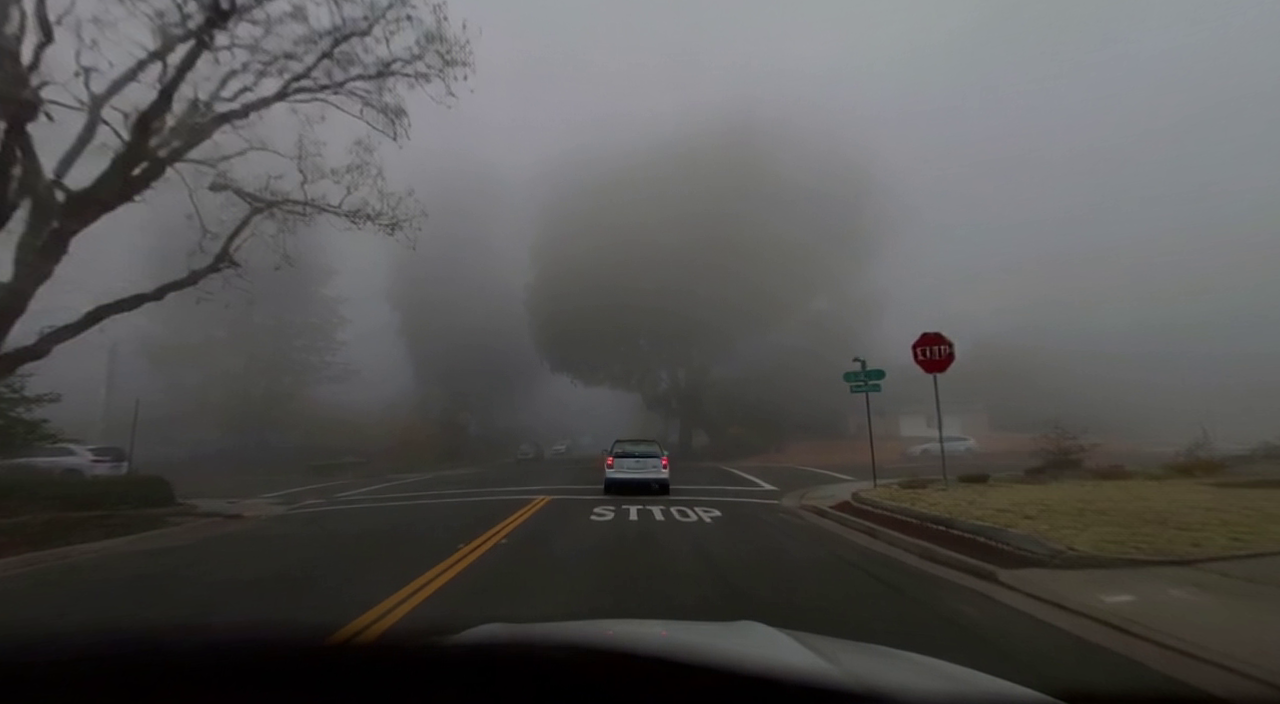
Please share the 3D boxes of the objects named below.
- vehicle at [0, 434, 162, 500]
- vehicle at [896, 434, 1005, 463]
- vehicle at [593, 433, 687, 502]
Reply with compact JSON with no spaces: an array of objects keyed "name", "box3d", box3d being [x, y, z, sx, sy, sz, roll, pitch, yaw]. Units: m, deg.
[{"name":"vehicle","box3d":[-20.910,4.149,22.376,5.796,1.946,2.391,-3,-10,-4]},{"name":"vehicle","box3d":[16.555,5.176,33.677,4.748,1.488,2.029,1,-9,-4]},{"name":"vehicle","box3d":[-0.077,2.831,15.874,2.043,1.484,4.340,0,-9,-2]}]
